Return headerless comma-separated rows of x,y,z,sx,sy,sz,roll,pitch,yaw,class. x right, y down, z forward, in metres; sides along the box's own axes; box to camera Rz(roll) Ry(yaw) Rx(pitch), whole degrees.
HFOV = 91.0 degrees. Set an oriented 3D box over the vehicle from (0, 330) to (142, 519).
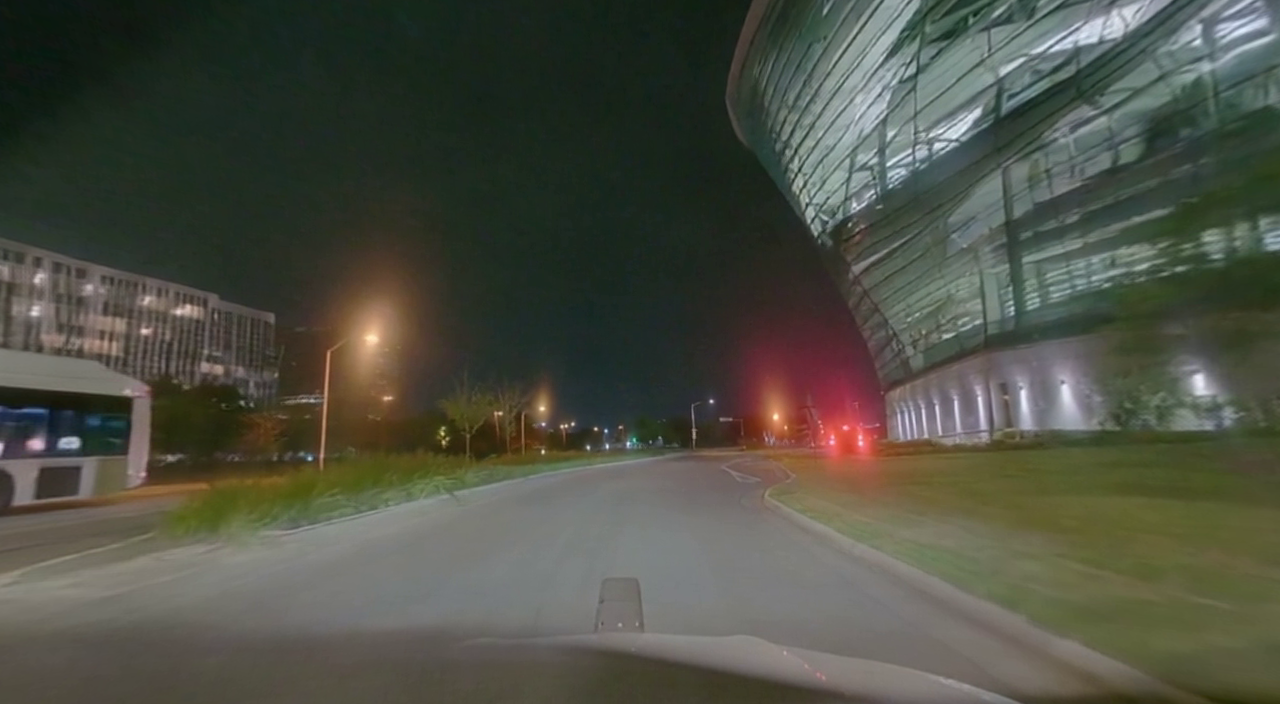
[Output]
-15.416,1.244,11.499,3.014,4.047,11.442,0,-9,1,vehicle
